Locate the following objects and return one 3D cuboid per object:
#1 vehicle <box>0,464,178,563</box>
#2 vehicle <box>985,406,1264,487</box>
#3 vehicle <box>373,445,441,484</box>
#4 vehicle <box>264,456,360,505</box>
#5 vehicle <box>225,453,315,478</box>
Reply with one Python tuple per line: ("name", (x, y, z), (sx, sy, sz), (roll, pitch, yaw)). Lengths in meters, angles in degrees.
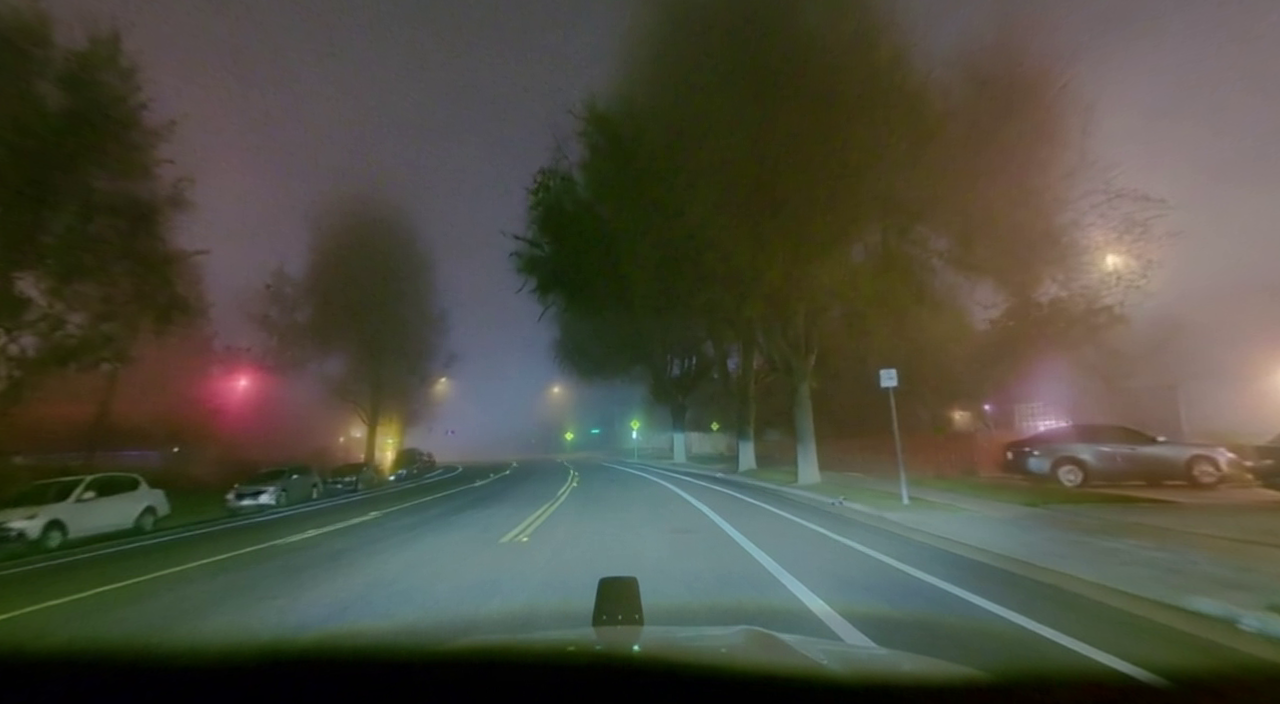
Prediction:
("vehicle", (-11.165, 3.015, 12.337), (1.586, 1.433, 3.485), (1, -8, 1))
("vehicle", (11.075, 2.201, 14.762), (4.760, 1.738, 2.052), (0, -9, 0))
("vehicle", (-12.810, 6.157, 35.123), (2.190, 1.789, 5.477), (-4, -7, -6))
("vehicle", (-11.834, 4.619, 23.089), (1.750, 1.471, 3.960), (2, -8, -7))
("vehicle", (-23.014, 7.081, 39.428), (4.435, 1.472, 1.870), (0, -9, 0))
